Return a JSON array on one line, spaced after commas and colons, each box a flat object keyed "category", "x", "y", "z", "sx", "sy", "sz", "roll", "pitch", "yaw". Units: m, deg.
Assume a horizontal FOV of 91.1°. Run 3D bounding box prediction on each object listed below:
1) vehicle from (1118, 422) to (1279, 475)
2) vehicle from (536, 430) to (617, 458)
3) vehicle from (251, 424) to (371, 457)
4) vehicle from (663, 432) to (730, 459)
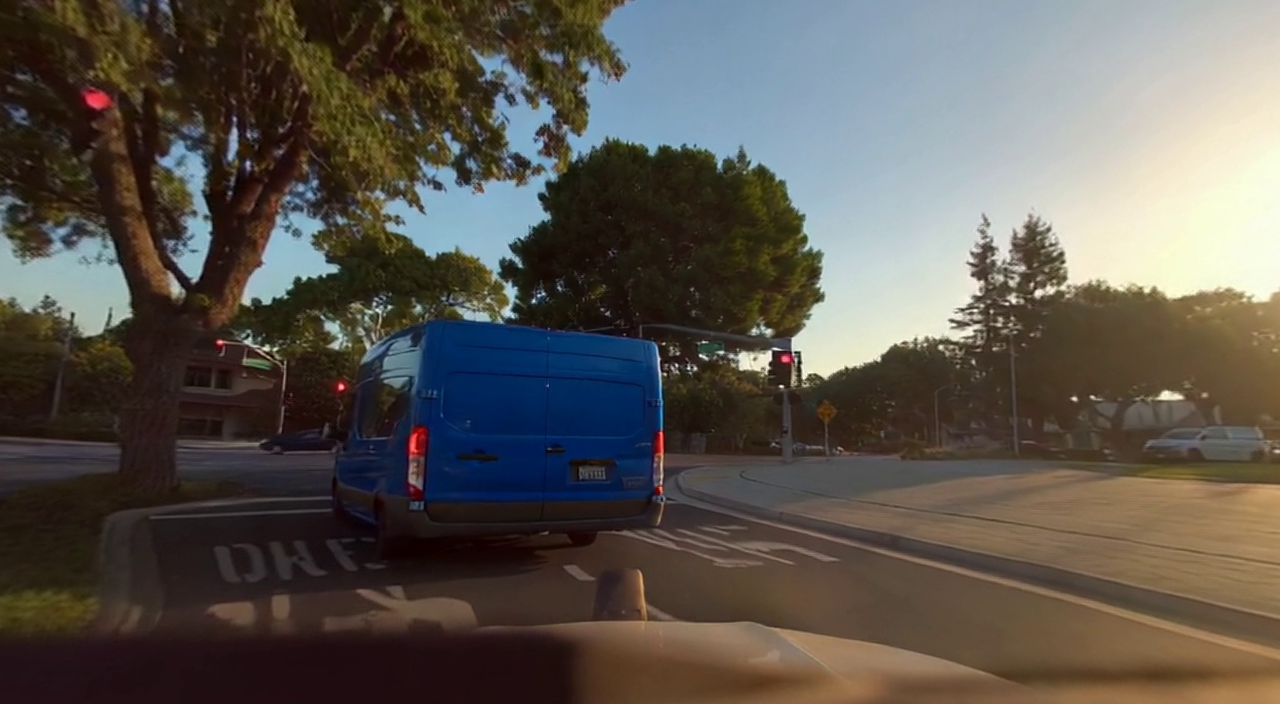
[{"category": "vehicle", "x": 26.385, "y": 4.502, "z": 29.364, "sx": 2.437, "sy": 2.249, "sz": 5.939, "roll": 9, "pitch": -12, "yaw": -44}, {"category": "vehicle", "x": -3.915, "y": 5.745, "z": 39.000, "sx": 4.649, "sy": 1.585, "sz": 1.965, "roll": 7, "pitch": -11, "yaw": -38}, {"category": "vehicle", "x": -15.632, "y": 4.262, "z": 29.977, "sx": 4.740, "sy": 1.462, "sz": 1.828, "roll": 7, "pitch": -11, "yaw": -38}, {"category": "vehicle", "x": 3.701, "y": 6.069, "z": 40.643, "sx": 4.135, "sy": 1.633, "sz": 1.990, "roll": 8, "pitch": -11, "yaw": -40}]
